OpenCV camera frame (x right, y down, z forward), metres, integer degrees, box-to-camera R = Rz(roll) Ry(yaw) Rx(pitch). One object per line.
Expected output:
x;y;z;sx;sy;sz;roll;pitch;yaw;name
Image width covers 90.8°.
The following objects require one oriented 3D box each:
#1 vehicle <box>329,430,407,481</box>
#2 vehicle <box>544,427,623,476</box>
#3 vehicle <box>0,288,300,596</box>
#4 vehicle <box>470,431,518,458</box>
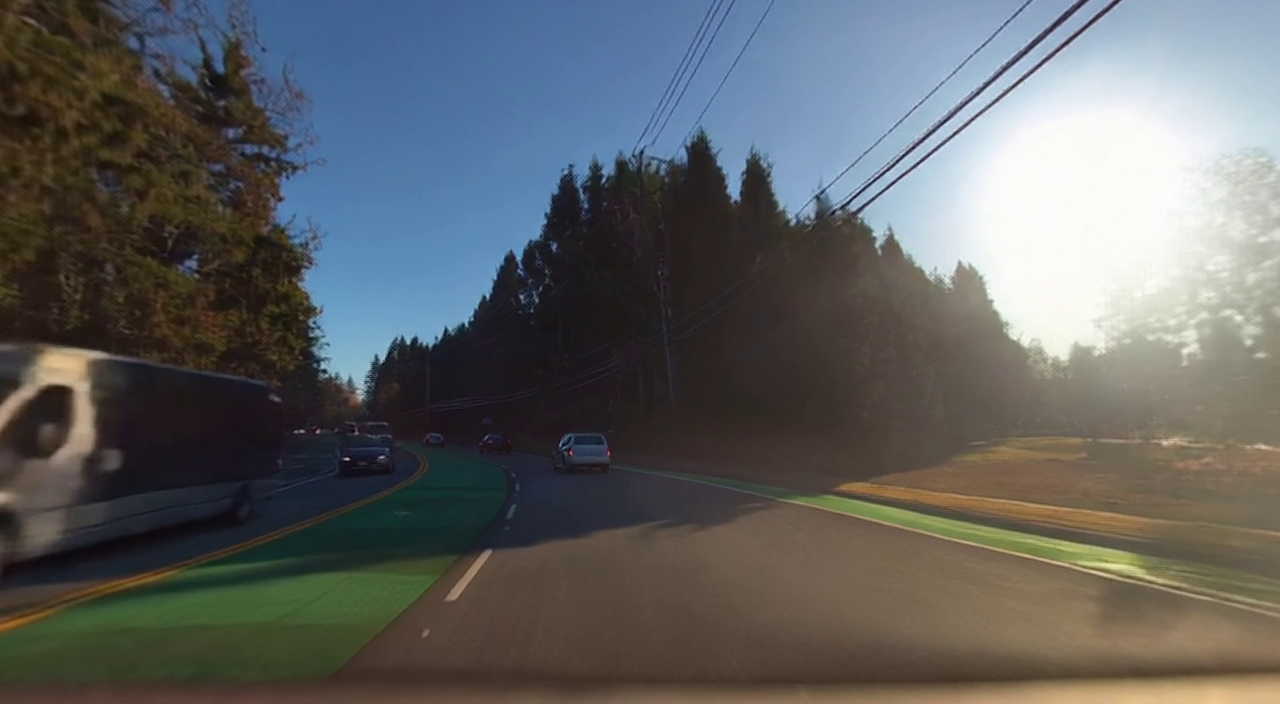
-10.017;3.830;23.591;2.000;1.683;4.115;2;-9;-14;vehicle
-2.414;4.016;25.578;2.140;1.767;4.720;3;-9;-18;vehicle
-7.608;1.308;8.947;2.413;2.872;6.823;1;-9;-7;vehicle
-10.035;6.314;43.085;2.075;1.699;4.520;4;-10;-27;vehicle
